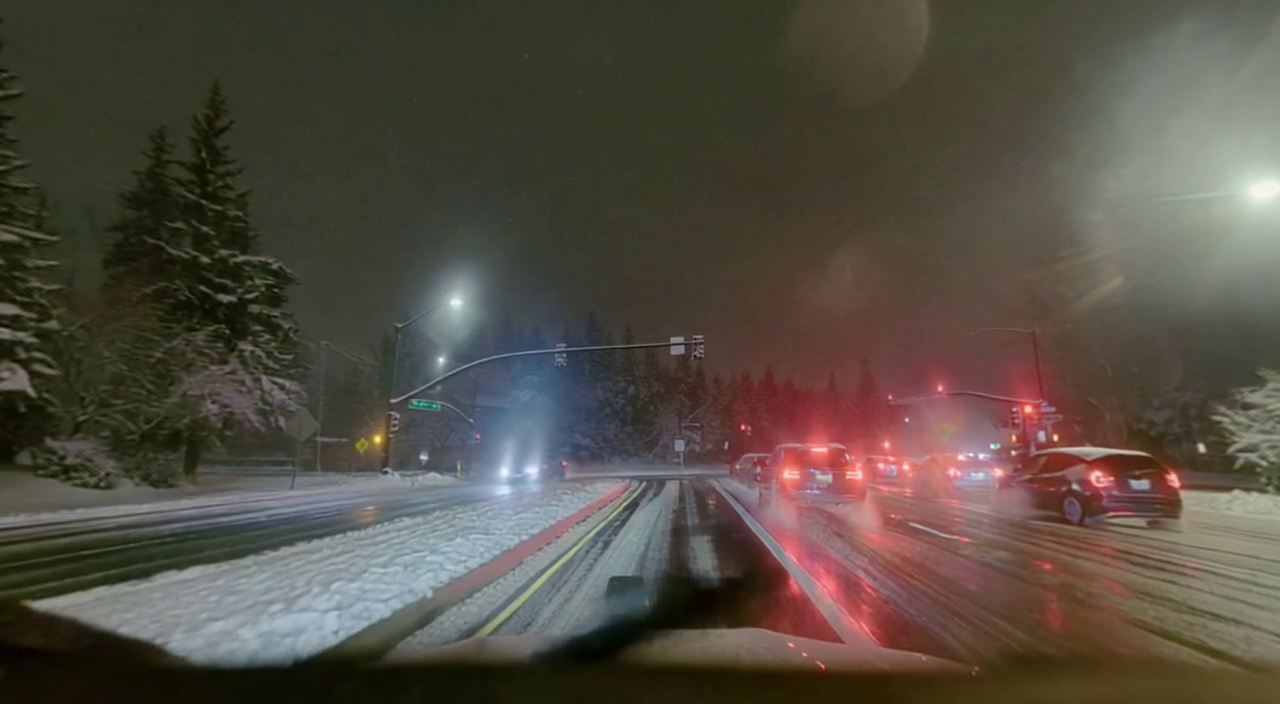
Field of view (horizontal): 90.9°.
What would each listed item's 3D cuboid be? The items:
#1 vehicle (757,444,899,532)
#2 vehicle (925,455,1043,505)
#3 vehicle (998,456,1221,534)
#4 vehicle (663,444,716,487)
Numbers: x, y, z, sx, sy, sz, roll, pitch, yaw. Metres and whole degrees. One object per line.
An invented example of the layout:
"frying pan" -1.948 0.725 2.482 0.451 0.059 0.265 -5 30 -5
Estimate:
"vehicle" 3.835 2.812 13.684 2.078 1.578 4.107 0 -9 4
"vehicle" 11.690 4.341 21.801 1.842 1.466 4.379 -1 -8 4
"vehicle" 10.172 3.081 14.192 1.884 1.422 4.262 0 -9 3
"vehicle" 2.222 5.194 29.227 2.245 1.800 4.522 0 -8 3
